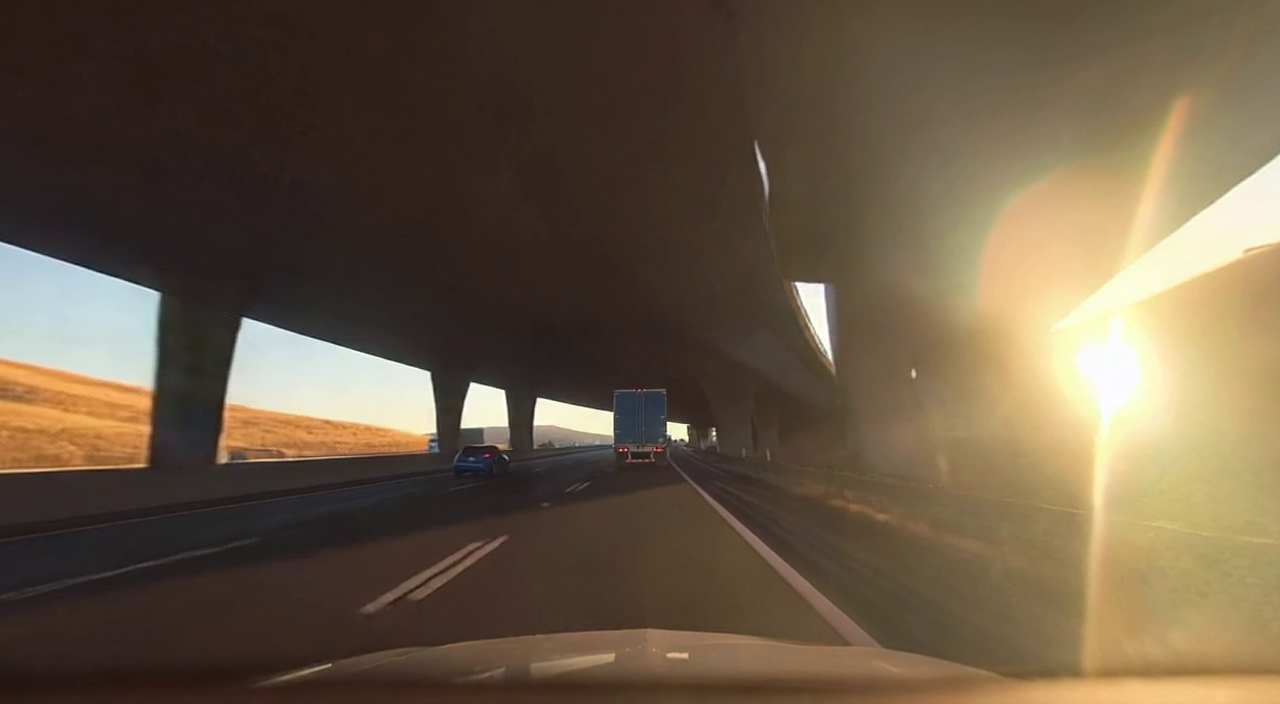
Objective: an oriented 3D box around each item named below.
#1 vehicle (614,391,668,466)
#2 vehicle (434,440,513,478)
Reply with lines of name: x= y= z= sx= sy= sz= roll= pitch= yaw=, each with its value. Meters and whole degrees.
vehicle: x=0.040 y=4.965 z=39.604 sx=2.866 sy=4.014 sz=11.261 roll=0 pitch=-8 yaw=0
vehicle: x=-7.055 y=4.597 z=27.291 sx=2.078 sy=1.496 sz=4.563 roll=0 pitch=-8 yaw=1
